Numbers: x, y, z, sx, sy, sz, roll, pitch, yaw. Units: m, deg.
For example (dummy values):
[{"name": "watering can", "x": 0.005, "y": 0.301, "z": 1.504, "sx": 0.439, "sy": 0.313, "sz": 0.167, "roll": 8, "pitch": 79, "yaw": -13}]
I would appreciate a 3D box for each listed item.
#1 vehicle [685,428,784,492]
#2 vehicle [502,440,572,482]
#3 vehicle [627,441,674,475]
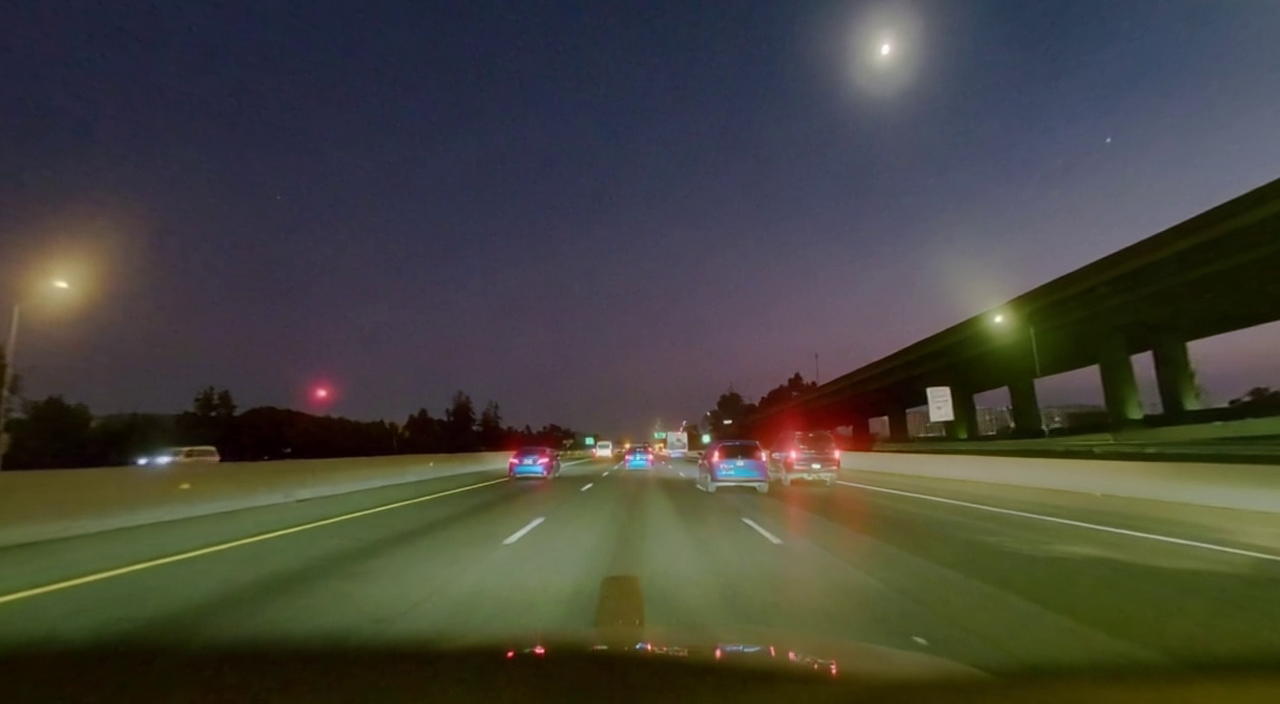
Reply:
[{"name": "vehicle", "x": 2.753, "y": 3.295, "z": 19.502, "sx": 2.202, "sy": 1.748, "sz": 4.158, "roll": 1, "pitch": -8, "yaw": -3}, {"name": "vehicle", "x": -3.956, "y": 4.275, "z": 24.910, "sx": 2.031, "sy": 1.491, "sz": 4.145, "roll": 0, "pitch": -8, "yaw": 1}, {"name": "vehicle", "x": 0.465, "y": 4.971, "z": 29.838, "sx": 2.089, "sy": 1.493, "sz": 3.964, "roll": 0, "pitch": -8, "yaw": 0}]
